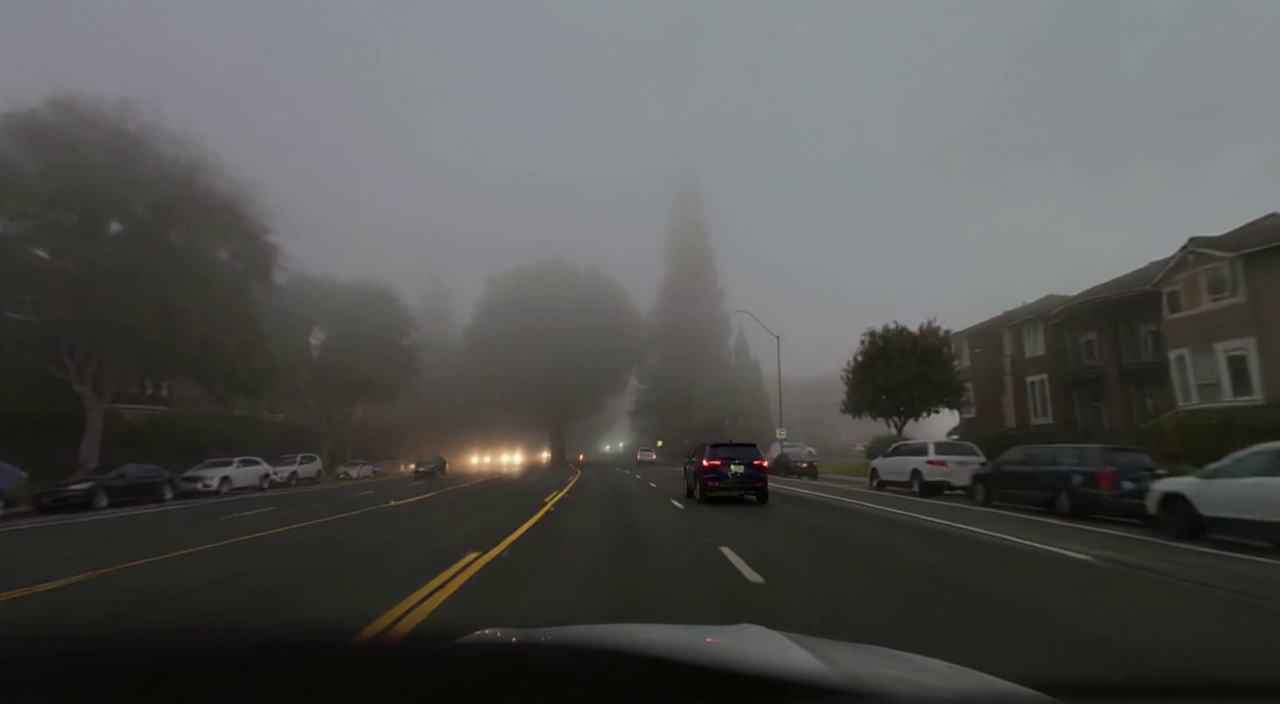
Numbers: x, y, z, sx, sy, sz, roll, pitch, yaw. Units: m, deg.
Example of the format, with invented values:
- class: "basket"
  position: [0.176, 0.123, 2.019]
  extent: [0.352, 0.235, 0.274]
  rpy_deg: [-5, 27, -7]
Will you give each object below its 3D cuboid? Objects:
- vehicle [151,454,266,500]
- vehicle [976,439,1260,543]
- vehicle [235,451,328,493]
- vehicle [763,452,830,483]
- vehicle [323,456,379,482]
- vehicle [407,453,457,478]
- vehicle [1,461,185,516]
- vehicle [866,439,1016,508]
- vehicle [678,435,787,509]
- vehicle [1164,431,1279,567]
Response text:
- class: "vehicle"
  position: [-18.394, 5.321, 27.275]
  extent: [1.871, 1.712, 4.710]
  rpy_deg: [1, -9, -4]
- class: "vehicle"
  position: [9.440, 2.727, 13.202]
  extent: [2.032, 1.732, 4.780]
  rpy_deg: [0, -9, -3]
- class: "vehicle"
  position: [-18.625, 6.220, 33.159]
  extent: [2.182, 1.840, 5.105]
  rpy_deg: [-1, -8, -3]
- class: "vehicle"
  position: [8.216, 6.077, 33.673]
  extent: [1.936, 1.485, 5.111]
  rpy_deg: [1, -9, -5]
- class: "vehicle"
  position: [-20.162, 8.173, 44.289]
  extent: [1.979, 1.489, 4.902]
  rpy_deg: [0, -8, -5]
- class: "vehicle"
  position: [-13.190, 7.220, 40.356]
  extent: [1.895, 1.458, 4.512]
  rpy_deg: [0, -9, -3]
- class: "vehicle"
  position: [-18.159, 4.508, 21.414]
  extent: [1.903, 1.517, 4.965]
  rpy_deg: [0, -9, -2]
- class: "vehicle"
  position: [9.179, 3.711, 19.864]
  extent: [2.052, 1.853, 4.886]
  rpy_deg: [1, -9, -4]
- class: "vehicle"
  position: [2.375, 3.227, 17.510]
  extent: [2.085, 1.763, 4.490]
  rpy_deg: [1, -9, -4]
- class: "vehicle"
  position: [9.503, 1.811, 7.535]
  extent: [2.186, 1.750, 4.805]
  rpy_deg: [1, -9, -3]
